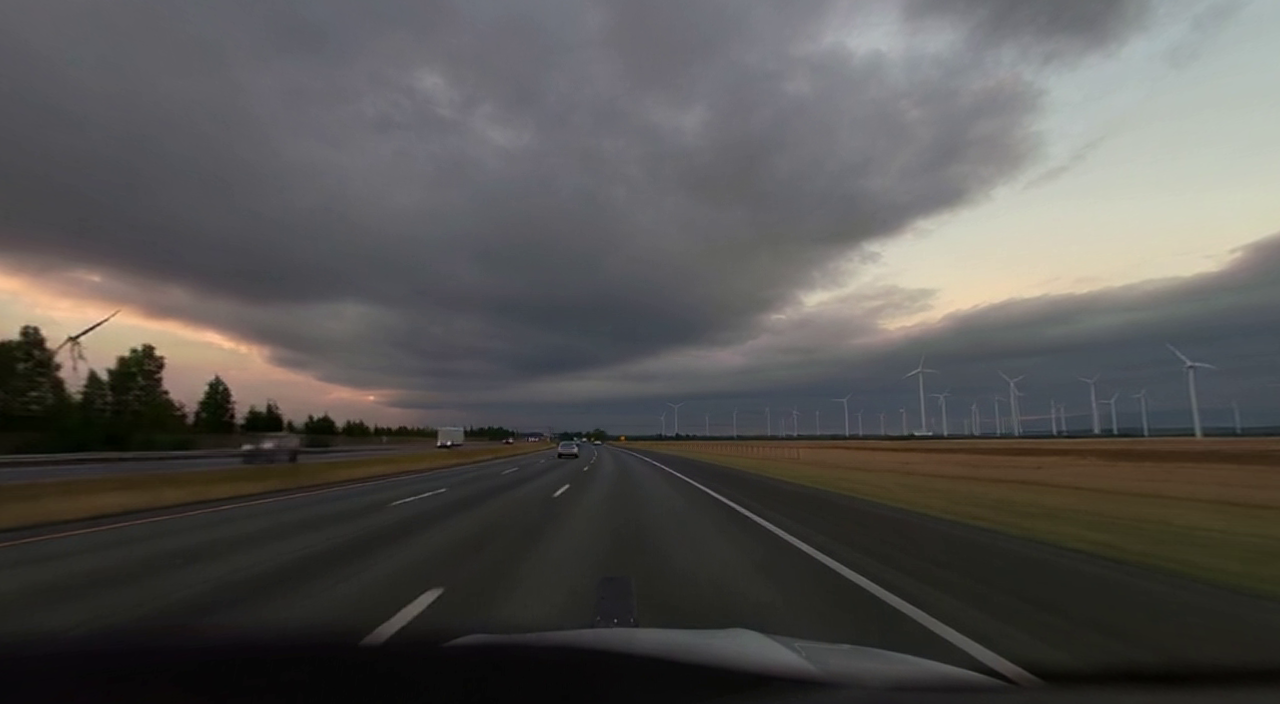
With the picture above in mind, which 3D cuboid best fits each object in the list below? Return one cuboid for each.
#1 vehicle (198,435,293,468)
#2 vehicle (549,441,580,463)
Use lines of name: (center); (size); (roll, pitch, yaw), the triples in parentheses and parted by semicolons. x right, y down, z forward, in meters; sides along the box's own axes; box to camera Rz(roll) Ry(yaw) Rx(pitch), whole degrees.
vehicle: (-20.284, 5.123, 32.671); (2.008, 1.530, 4.758); (0, -8, -2)
vehicle: (-5.619, 7.475, 47.171); (2.053, 1.549, 4.097); (0, -8, -3)
